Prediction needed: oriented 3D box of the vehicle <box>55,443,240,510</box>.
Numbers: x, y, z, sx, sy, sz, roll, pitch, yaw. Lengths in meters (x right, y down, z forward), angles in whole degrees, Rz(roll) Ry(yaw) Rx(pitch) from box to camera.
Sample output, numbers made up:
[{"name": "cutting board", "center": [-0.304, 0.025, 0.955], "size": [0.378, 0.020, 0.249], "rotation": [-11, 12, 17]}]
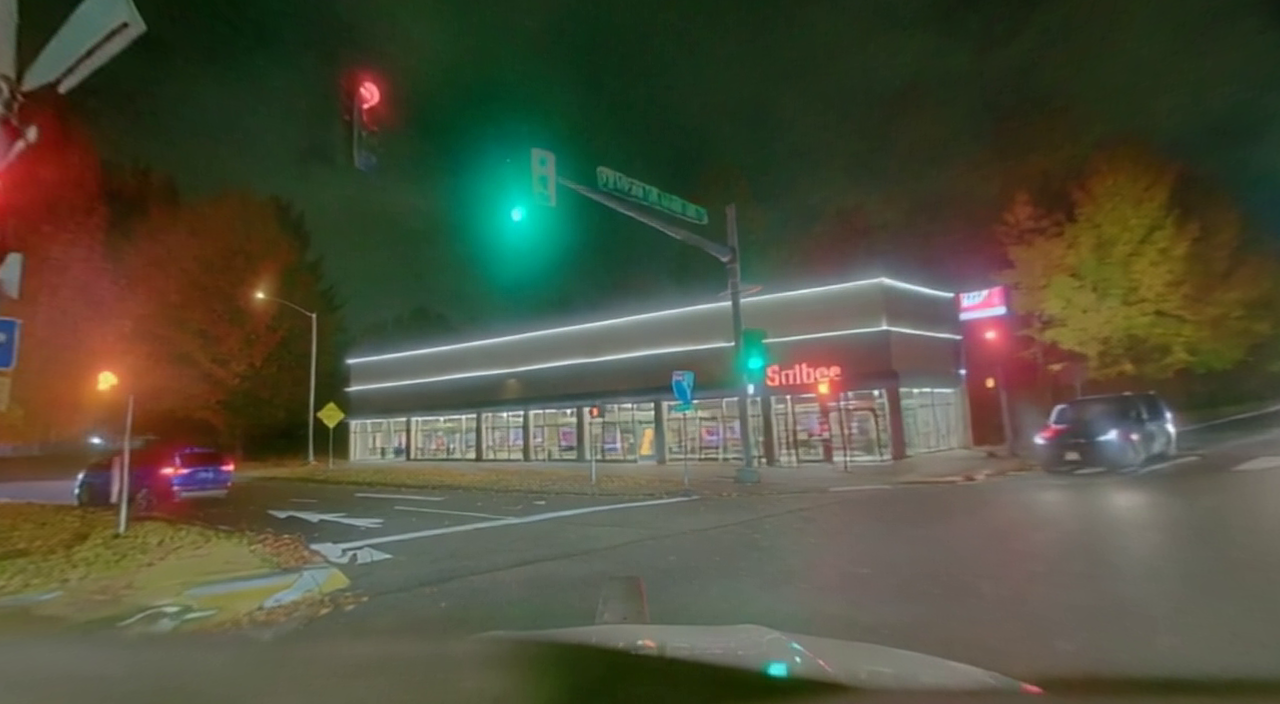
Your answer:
[{"name": "vehicle", "center": [-15.167, 3.761, 19.429], "size": [5.110, 1.814, 2.146], "rotation": [-4, -9, 23]}]

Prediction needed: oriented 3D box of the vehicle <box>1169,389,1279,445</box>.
[{"name": "vehicle", "center": [21.561, 2.467, 23.139], "size": [4.945, 1.808, 2.247], "rotation": [6, -11, -39]}]

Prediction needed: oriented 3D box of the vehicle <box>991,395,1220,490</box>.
[{"name": "vehicle", "center": [11.420, 2.089, 15.346], "size": [5.787, 1.834, 2.524], "rotation": [2, -9, -34]}]
